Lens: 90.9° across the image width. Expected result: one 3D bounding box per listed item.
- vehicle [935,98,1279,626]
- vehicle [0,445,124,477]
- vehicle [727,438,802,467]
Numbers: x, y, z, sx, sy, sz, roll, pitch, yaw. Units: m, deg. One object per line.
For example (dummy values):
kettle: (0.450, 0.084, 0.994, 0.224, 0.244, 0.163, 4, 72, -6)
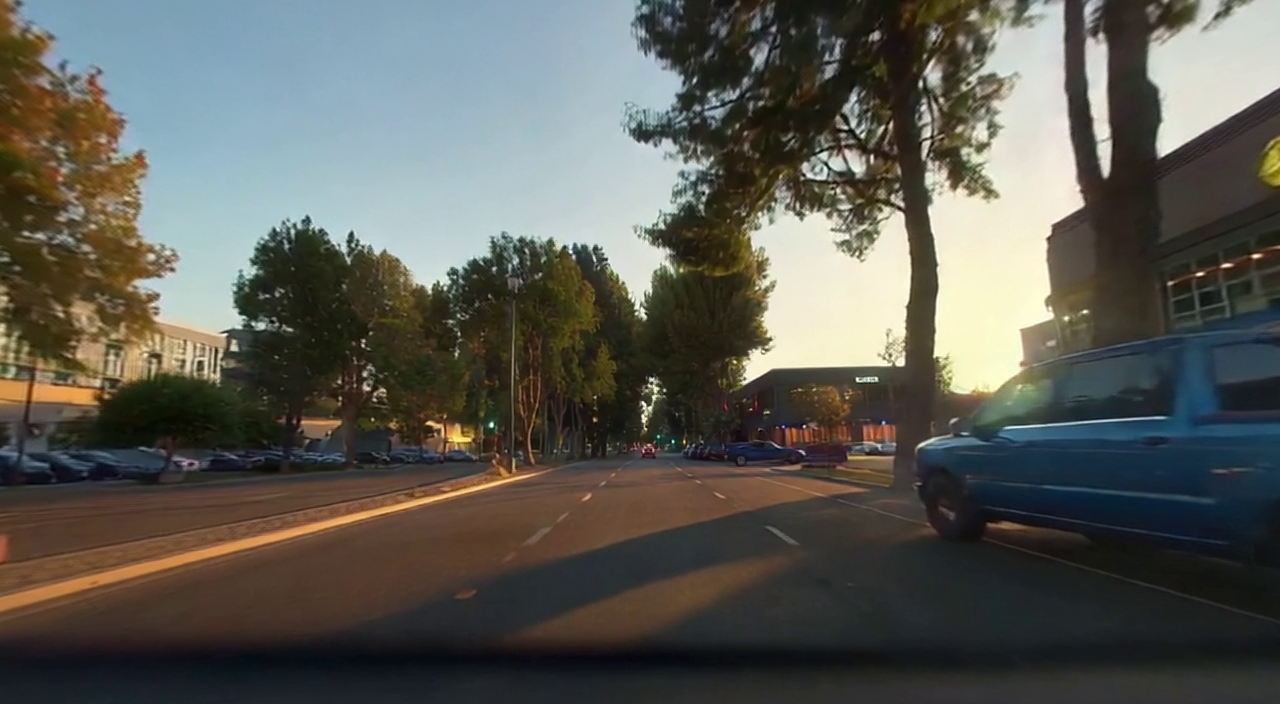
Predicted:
vehicle: (6.493, 0.035, 4.603, 3.145, 4.015, 10.939, 0, -9, -1)
vehicle: (-32.177, 6.041, 35.108, 4.796, 1.581, 2.278, -2, -9, -1)
vehicle: (9.687, 7.801, 48.999, 5.329, 2.114, 2.325, -3, -9, 19)
